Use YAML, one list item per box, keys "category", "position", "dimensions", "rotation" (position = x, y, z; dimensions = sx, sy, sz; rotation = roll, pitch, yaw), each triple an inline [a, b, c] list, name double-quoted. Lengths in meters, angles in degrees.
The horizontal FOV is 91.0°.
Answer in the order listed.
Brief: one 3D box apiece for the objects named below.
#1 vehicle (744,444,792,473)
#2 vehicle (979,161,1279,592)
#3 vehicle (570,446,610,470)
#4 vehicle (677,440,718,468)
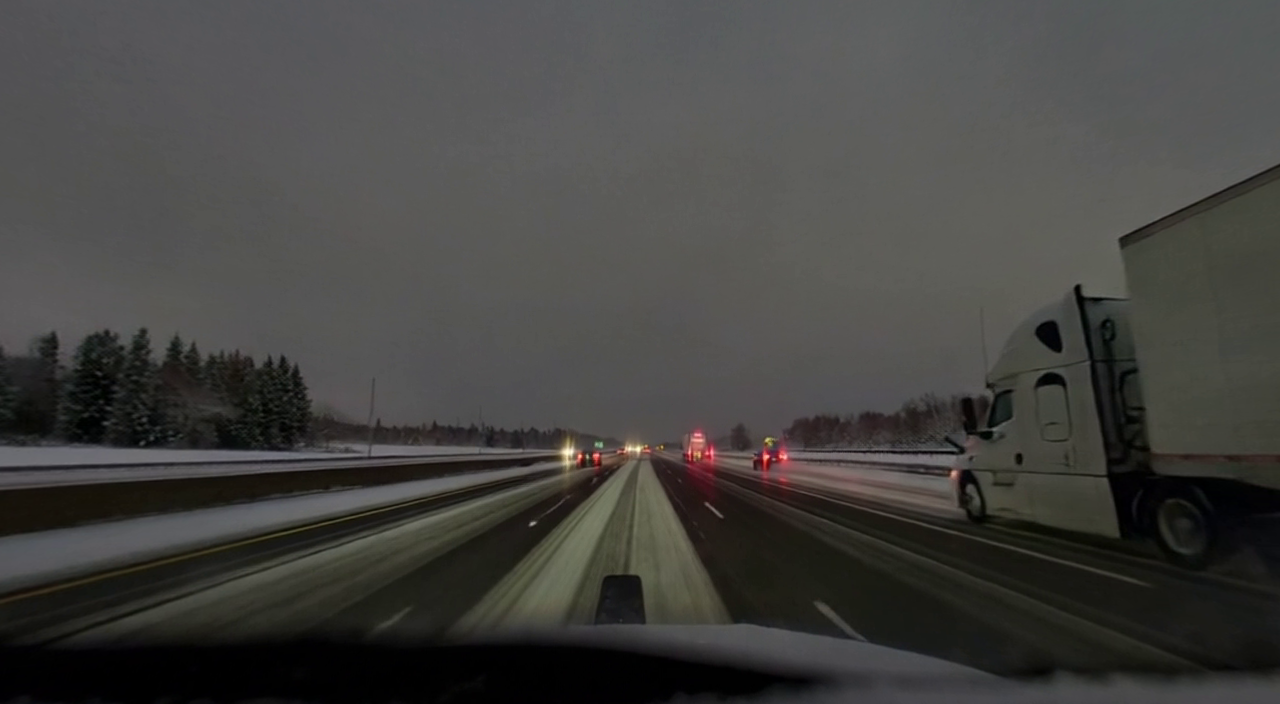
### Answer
- category: "vehicle"
  position: [8.085, 6.753, 40.214]
  dimensions: [2.188, 1.727, 4.381]
  rotation: [0, -9, 1]
- category: "vehicle"
  position: [7.741, 0.525, 7.879]
  dimensions: [3.034, 4.112, 7.110]
  rotation: [0, -9, 2]
- category: "vehicle"
  position: [-3.305, 7.184, 42.740]
  dimensions: [2.164, 1.507, 4.748]
  rotation: [0, -9, 2]
- category: "vehicle"
  position: [4.427, 7.966, 49.335]
  dimensions: [2.770, 1.990, 5.755]
  rotation: [0, -9, 1]
